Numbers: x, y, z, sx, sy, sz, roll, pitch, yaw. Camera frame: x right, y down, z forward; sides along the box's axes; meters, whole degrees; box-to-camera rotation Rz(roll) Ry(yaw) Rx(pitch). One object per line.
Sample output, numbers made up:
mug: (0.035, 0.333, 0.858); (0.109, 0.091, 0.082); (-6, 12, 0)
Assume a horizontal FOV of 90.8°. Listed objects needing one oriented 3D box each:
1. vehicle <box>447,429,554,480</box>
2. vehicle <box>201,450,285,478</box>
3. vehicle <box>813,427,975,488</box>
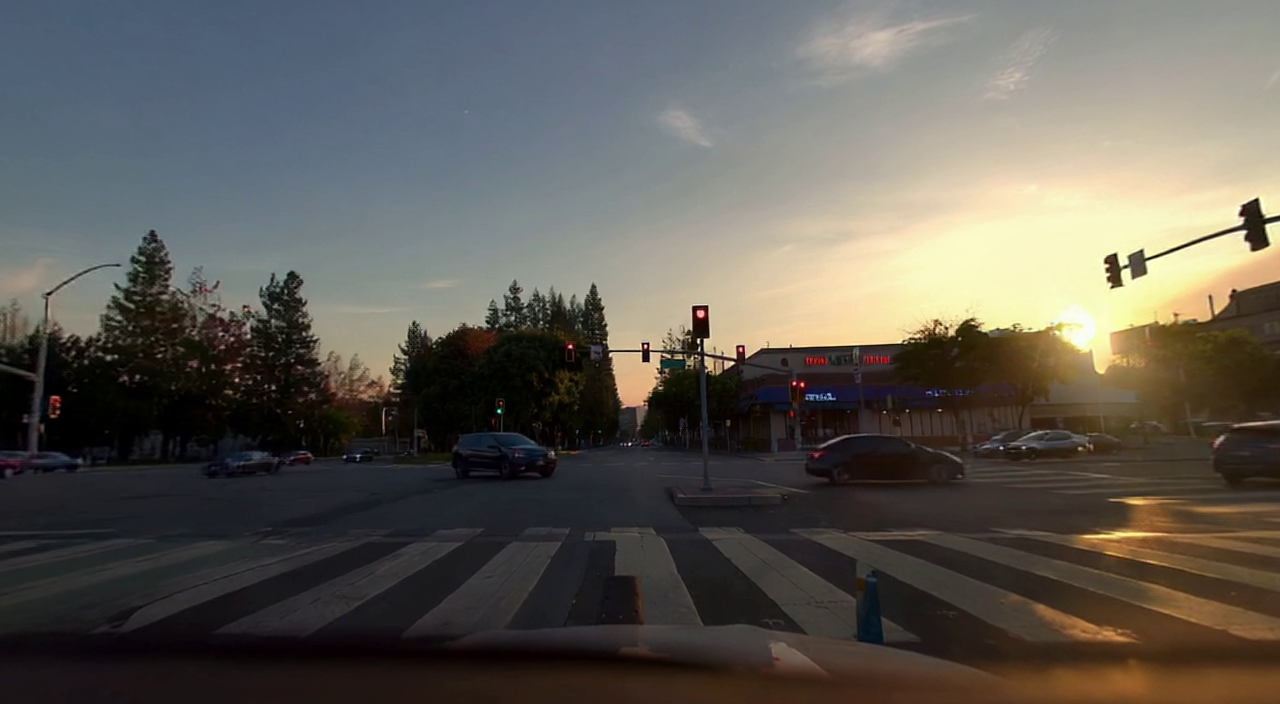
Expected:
vehicle: (-6.154, 4.402, 27.468); (2.223, 1.972, 5.310); (7, -11, -41)
vehicle: (-23.130, 6.519, 37.031); (1.909, 1.473, 4.571); (0, -8, 1)
vehicle: (7.409, 3.134, 18.922); (4.180, 1.678, 1.982); (-2, -9, 13)
